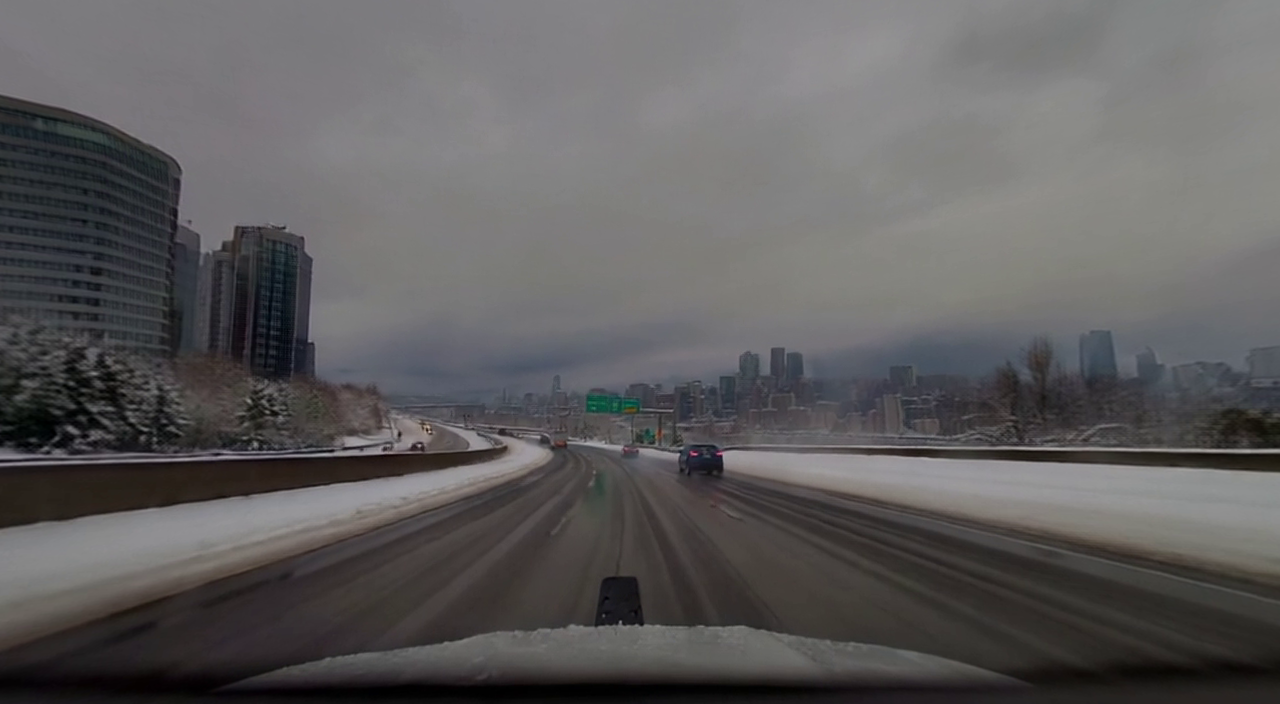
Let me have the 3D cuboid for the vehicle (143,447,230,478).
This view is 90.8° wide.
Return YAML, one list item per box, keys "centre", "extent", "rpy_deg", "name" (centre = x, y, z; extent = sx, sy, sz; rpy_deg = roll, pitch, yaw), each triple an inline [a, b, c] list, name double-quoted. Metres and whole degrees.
- centre: [-25.995, 6.331, 36.458]
  extent: [1.914, 1.650, 4.384]
  rpy_deg: [0, -8, -3]
  name: "vehicle"

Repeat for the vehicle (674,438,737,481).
- centre: [2.931, 4.938, 29.326]
  extent: [2.110, 1.780, 4.682]
  rpy_deg: [0, -8, -4]
  name: "vehicle"
